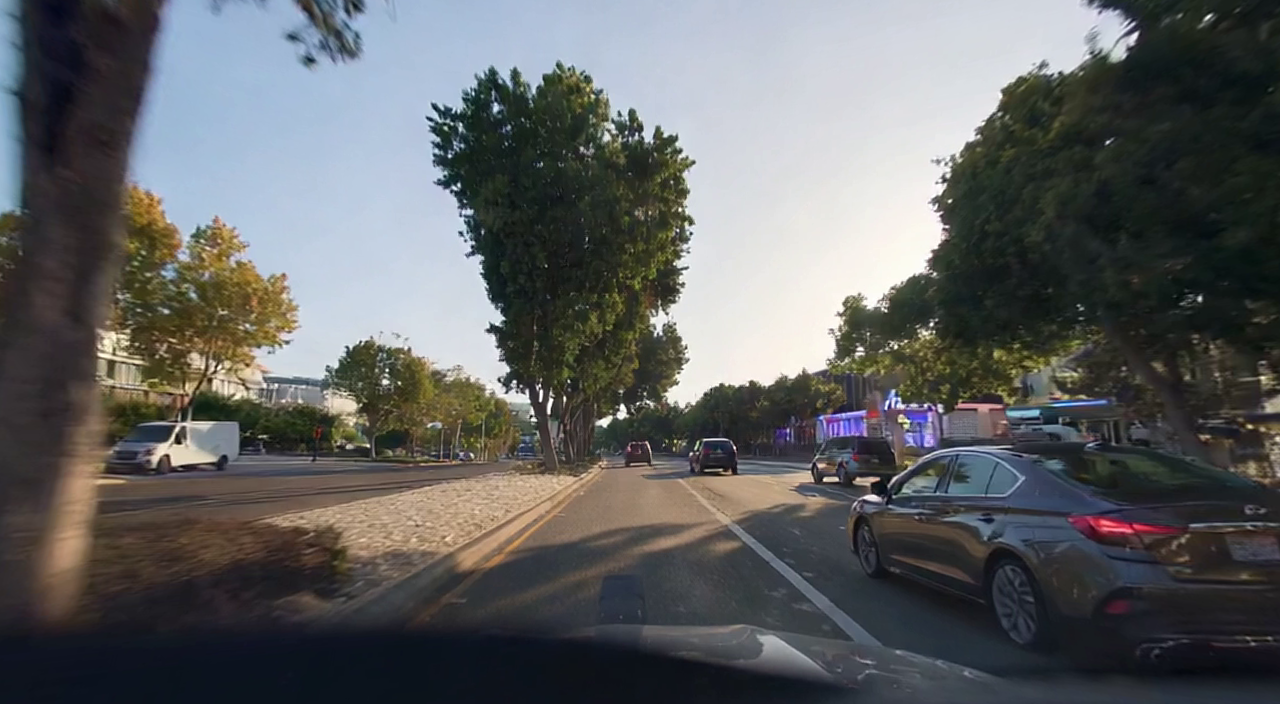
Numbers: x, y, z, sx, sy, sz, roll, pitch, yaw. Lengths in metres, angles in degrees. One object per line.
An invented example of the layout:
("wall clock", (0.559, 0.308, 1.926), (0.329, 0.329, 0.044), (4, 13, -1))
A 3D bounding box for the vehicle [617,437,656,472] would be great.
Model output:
("vehicle", (-0.239, 5.778, 35.674), (2.051, 1.798, 4.168), (0, -8, -1))

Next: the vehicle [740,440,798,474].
("vehicle", (6.618, 5.435, 32.787), (1.954, 1.606, 4.423), (0, -8, -2))

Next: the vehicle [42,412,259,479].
("vehicle", (-25.783, 5.010, 33.673), (8.344, 3.233, 3.218), (2, -8, -10))

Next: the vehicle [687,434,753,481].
("vehicle", (3.208, 4.319, 26.082), (2.000, 1.745, 4.206), (0, -8, -2))

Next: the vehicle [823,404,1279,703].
("vehicle", (2.946, 1.237, 4.517), (1.883, 1.452, 4.258), (0, -8, -1))
